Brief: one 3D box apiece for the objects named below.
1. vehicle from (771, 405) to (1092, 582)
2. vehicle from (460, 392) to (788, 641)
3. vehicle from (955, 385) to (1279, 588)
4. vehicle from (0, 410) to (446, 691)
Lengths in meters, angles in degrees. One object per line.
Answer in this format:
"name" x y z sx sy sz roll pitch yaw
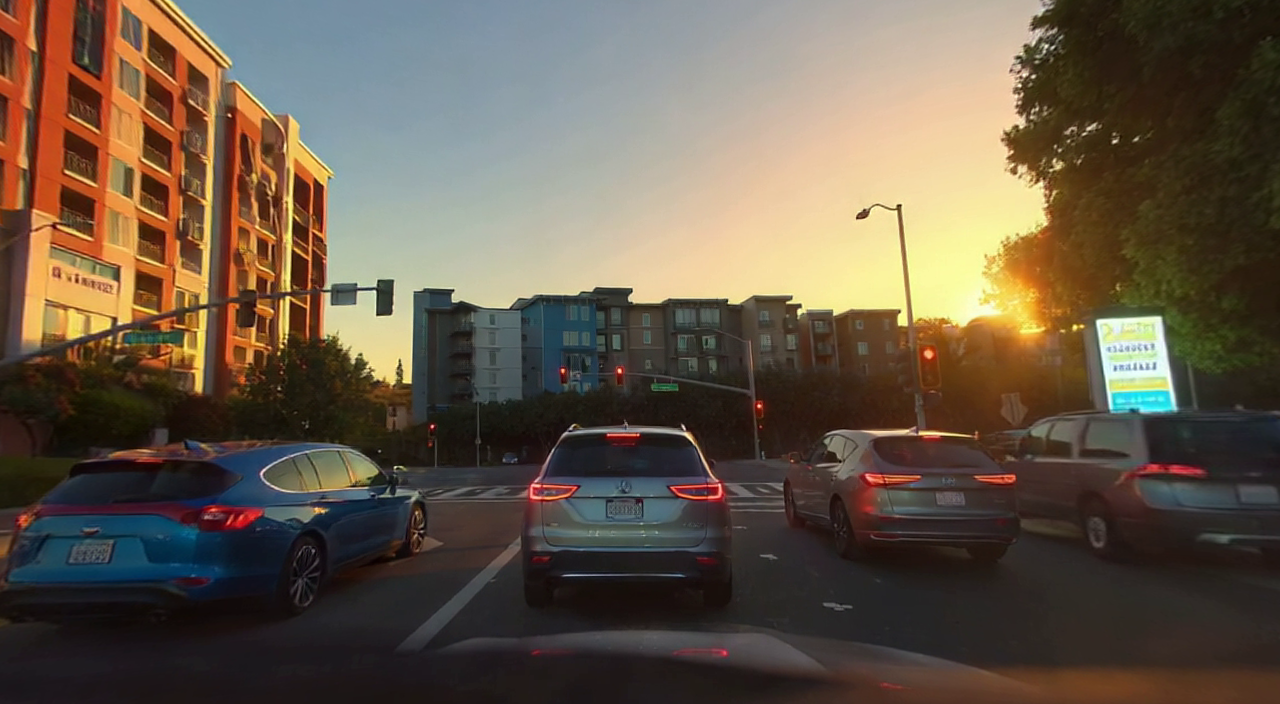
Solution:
"vehicle" 3.216 1.664 8.256 2.004 1.646 4.554 0 -8 0
"vehicle" -0.121 1.421 6.446 2.195 1.662 4.262 0 -8 0
"vehicle" 6.041 1.544 8.031 2.081 1.790 4.839 -1 -9 8
"vehicle" -3.544 1.425 5.820 1.906 1.524 4.547 0 -8 2
